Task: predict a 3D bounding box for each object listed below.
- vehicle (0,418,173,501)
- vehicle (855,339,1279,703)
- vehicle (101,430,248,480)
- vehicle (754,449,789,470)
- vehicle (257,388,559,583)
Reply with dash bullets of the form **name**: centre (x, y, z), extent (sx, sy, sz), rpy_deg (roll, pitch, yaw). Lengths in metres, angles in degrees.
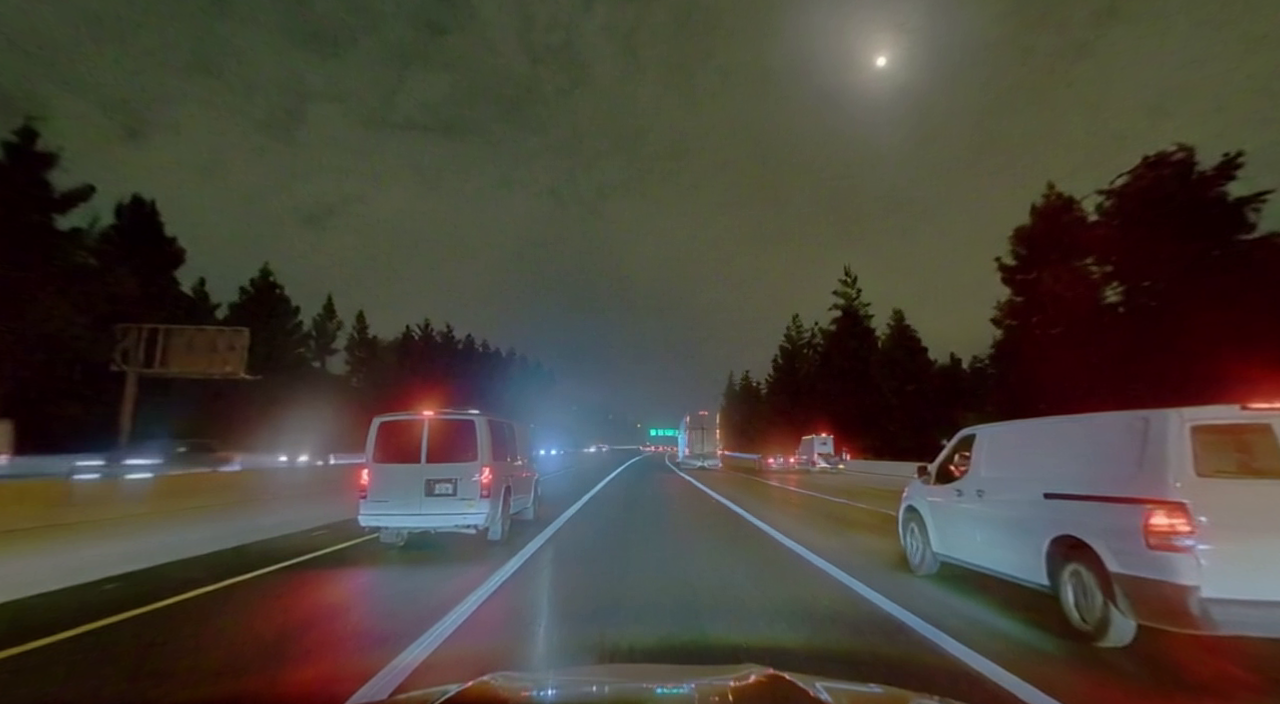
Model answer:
- **vehicle**: centre (-15.243, 2.770, 16.614), extent (1.979, 1.846, 4.934), rpy_deg (0, -8, 1)
- **vehicle**: centre (3.771, 1.205, 5.270), extent (2.209, 1.862, 4.717), rpy_deg (0, -8, -1)
- **vehicle**: centre (-17.913, 3.983, 24.680), extent (1.925, 1.719, 5.092), rpy_deg (0, -8, -1)
- **vehicle**: centre (9.956, 8.168, 48.099), extent (1.929, 1.470, 4.466), rpy_deg (0, -8, 3)
- **vehicle**: centre (-2.650, 1.712, 9.000), extent (2.159, 1.922, 5.345), rpy_deg (0, -8, 1)
